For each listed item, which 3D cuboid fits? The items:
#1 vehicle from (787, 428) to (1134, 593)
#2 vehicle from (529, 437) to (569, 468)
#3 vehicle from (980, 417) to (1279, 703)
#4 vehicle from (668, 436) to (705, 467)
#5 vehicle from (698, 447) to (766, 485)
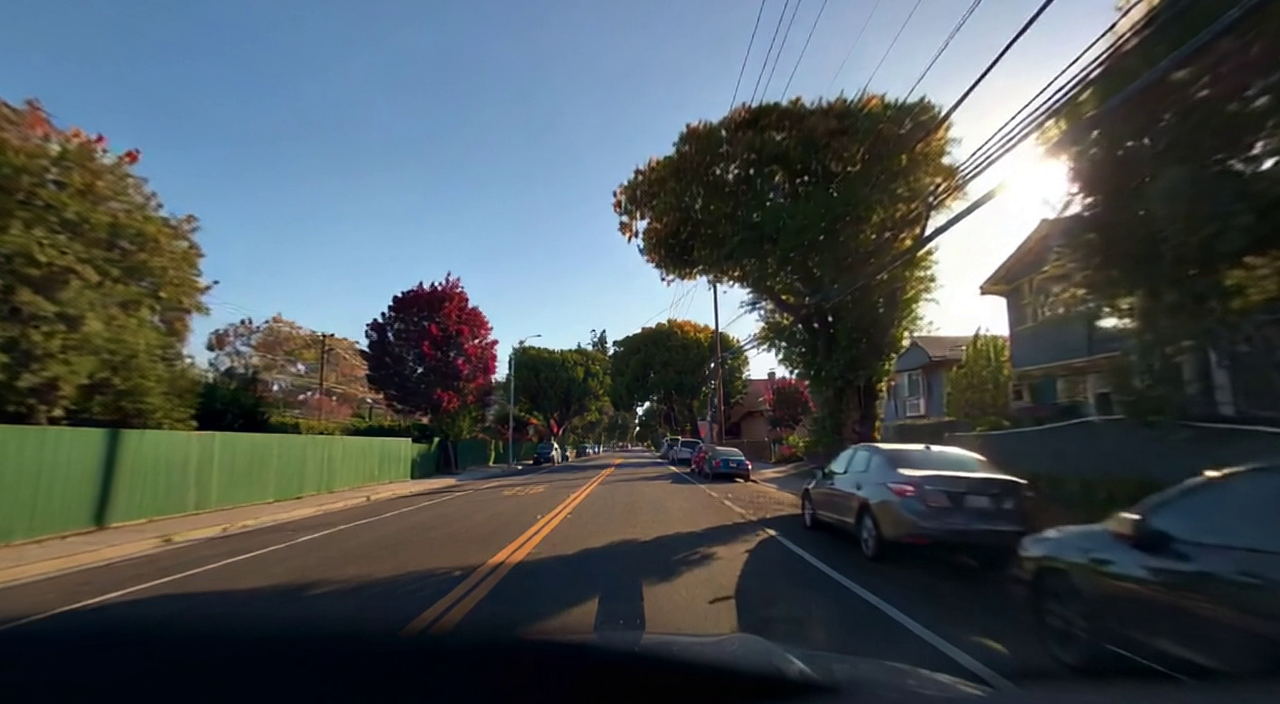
[{"bbox_3d":[3.528,1.810,8.230,2.029,1.513,4.577,0,-8,-1],"label":"vehicle"},{"bbox_3d":[-6.830,7.552,47.971,2.268,2.154,5.321,0,-8,0],"label":"vehicle"},{"bbox_3d":[3.441,0.977,2.412,1.812,1.454,4.395,0,-8,0],"label":"vehicle"},{"bbox_3d":[3.152,6.898,43.851,2.053,2.005,5.495,0,-8,-1],"label":"vehicle"},{"bbox_3d":[3.495,4.414,24.832,1.984,1.342,4.066,0,-8,-1],"label":"vehicle"}]
